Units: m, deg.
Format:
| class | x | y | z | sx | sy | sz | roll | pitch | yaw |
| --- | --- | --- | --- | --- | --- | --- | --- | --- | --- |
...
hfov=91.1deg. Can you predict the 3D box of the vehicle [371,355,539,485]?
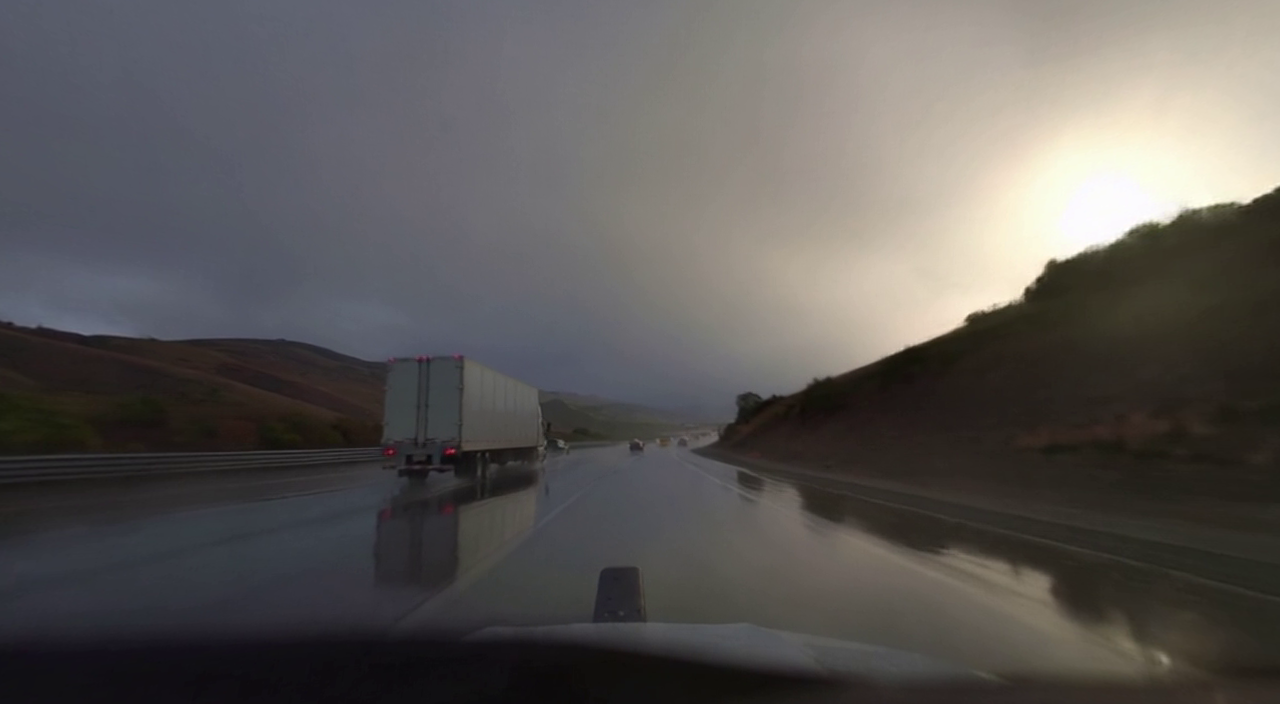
| class | x | y | z | sx | sy | sz | roll | pitch | yaw |
| --- | --- | --- | --- | --- | --- | --- | --- | --- | --- |
| vehicle | -6.392 | 2.821 | 24.321 | 2.981 | 3.860 | 11.022 | 0 | -8 | 1 |
